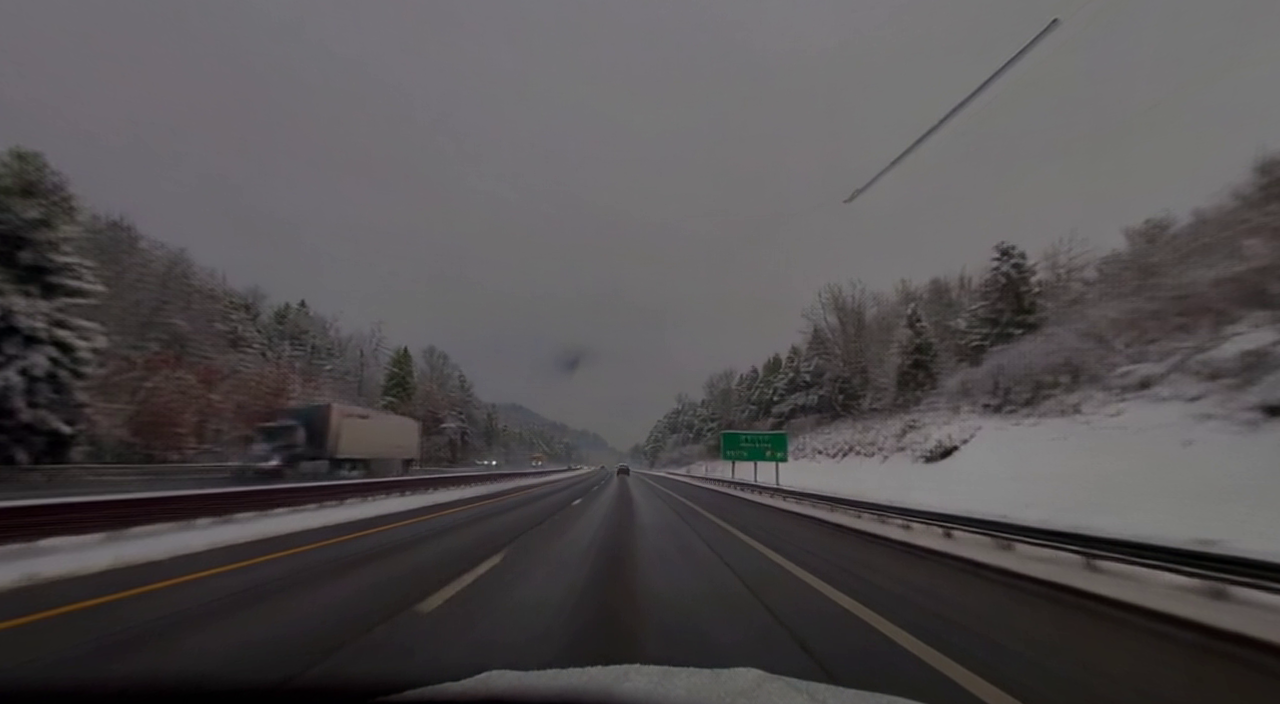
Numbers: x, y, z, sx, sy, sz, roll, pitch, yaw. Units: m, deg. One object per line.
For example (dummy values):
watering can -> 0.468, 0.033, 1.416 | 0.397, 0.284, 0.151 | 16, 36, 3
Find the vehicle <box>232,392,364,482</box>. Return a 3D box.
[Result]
vehicle -> -16.574, 4.322, 31.131 | 3.006, 3.954, 5.846 | 1, -11, 0
